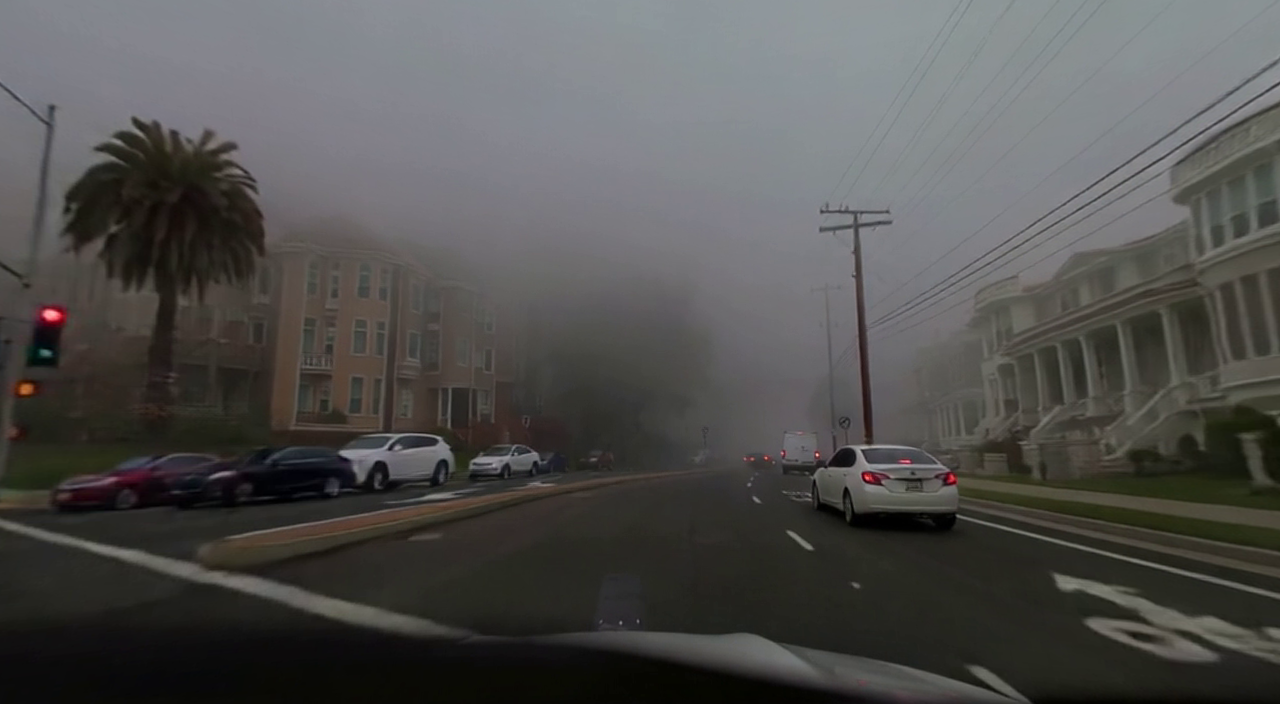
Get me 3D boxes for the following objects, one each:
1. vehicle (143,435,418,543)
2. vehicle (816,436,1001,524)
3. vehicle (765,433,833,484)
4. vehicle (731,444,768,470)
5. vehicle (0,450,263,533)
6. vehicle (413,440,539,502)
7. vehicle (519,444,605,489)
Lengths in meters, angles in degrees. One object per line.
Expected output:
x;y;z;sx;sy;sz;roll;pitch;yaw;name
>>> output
-6.368;2.397;12.028;1.959;1.515;4.668;-2;-7;10;vehicle
5.453;2.643;13.654;2.096;1.552;4.519;0;-9;2;vehicle
6.727;4.563;27.224;2.109;2.002;4.424;-1;-9;5;vehicle
7.154;6.816;40.997;1.923;1.576;4.026;-3;-9;16;vehicle
-9.923;2.661;12.664;1.891;1.358;3.828;-2;-9;12;vehicle
-4.655;3.411;18.625;1.852;1.498;4.238;-5;-9;12;vehicle
-3.178;4.780;26.745;2.081;1.453;4.698;-4;-7;12;vehicle
